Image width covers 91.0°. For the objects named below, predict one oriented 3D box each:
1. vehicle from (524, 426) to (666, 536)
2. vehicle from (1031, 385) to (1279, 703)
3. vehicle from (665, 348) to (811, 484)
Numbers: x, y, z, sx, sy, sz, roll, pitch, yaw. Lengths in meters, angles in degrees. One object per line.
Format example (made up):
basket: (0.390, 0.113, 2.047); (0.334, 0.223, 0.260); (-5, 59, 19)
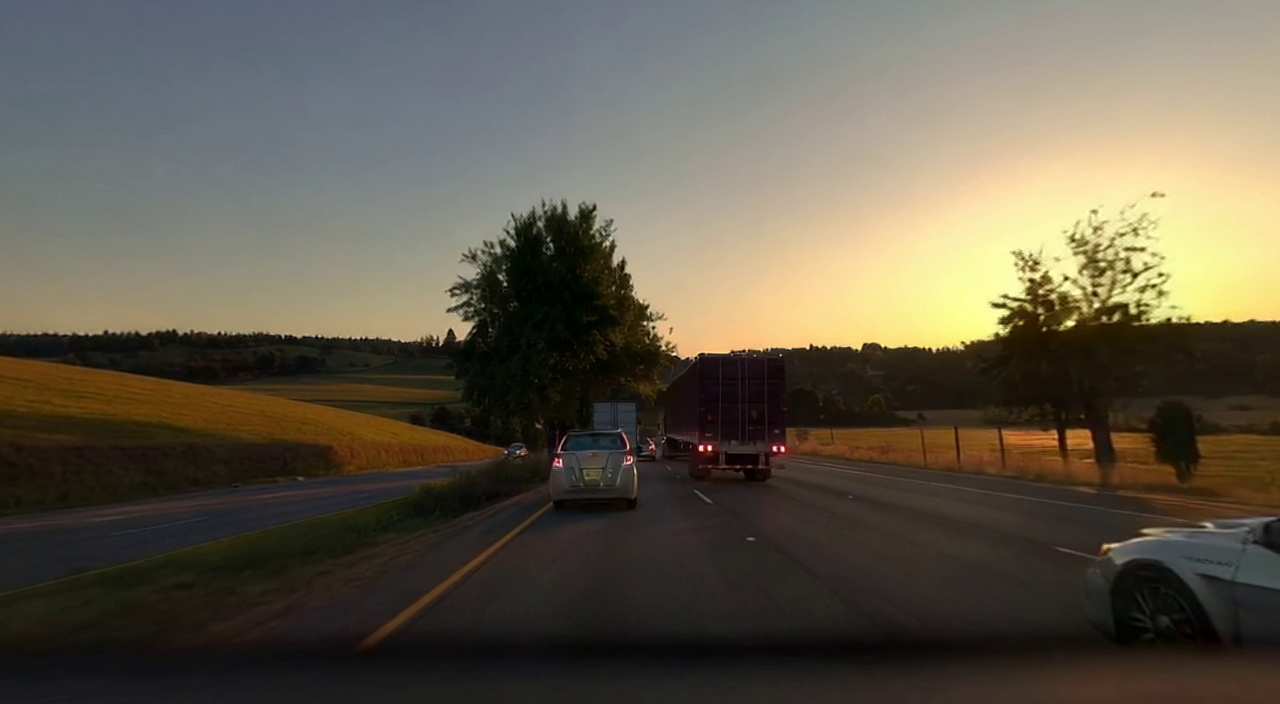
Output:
vehicle: (-0.674, 2.133, 11.041); (2.009, 1.554, 4.013); (0, -8, -1)
vehicle: (3.581, 0.781, 1.757); (1.960, 1.515, 4.713); (0, -8, 0)
vehicle: (3.441, 3.187, 28.309); (3.591, 4.290, 16.696); (0, -8, -1)
